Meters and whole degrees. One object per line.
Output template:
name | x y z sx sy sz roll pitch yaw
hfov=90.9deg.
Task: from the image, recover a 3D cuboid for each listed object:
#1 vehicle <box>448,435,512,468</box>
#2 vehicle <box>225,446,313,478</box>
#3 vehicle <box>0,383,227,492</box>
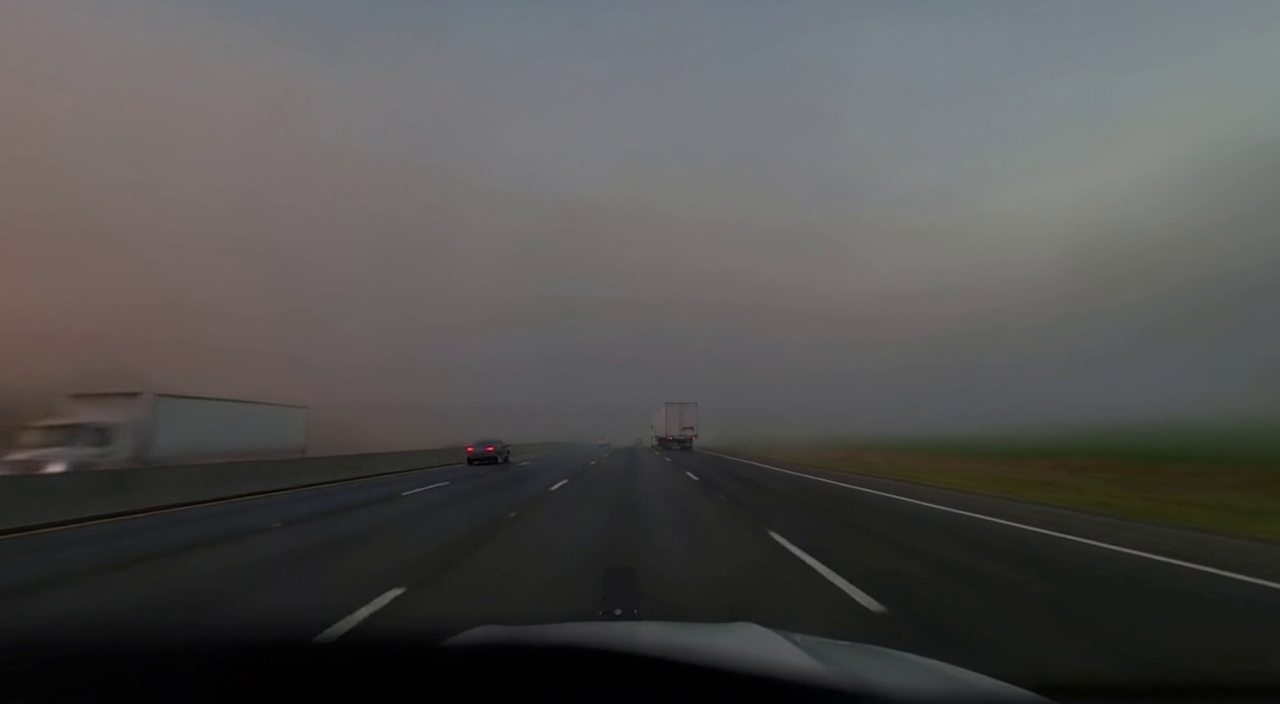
vehicle | -7.617 4.767 30.450 2.018 1.454 4.290 0 -8 -1
vehicle | -19.102 5.658 32.717 1.826 1.444 4.605 0 -8 0
vehicle | -23.228 3.778 28.000 2.993 3.934 10.018 0 -8 -1
